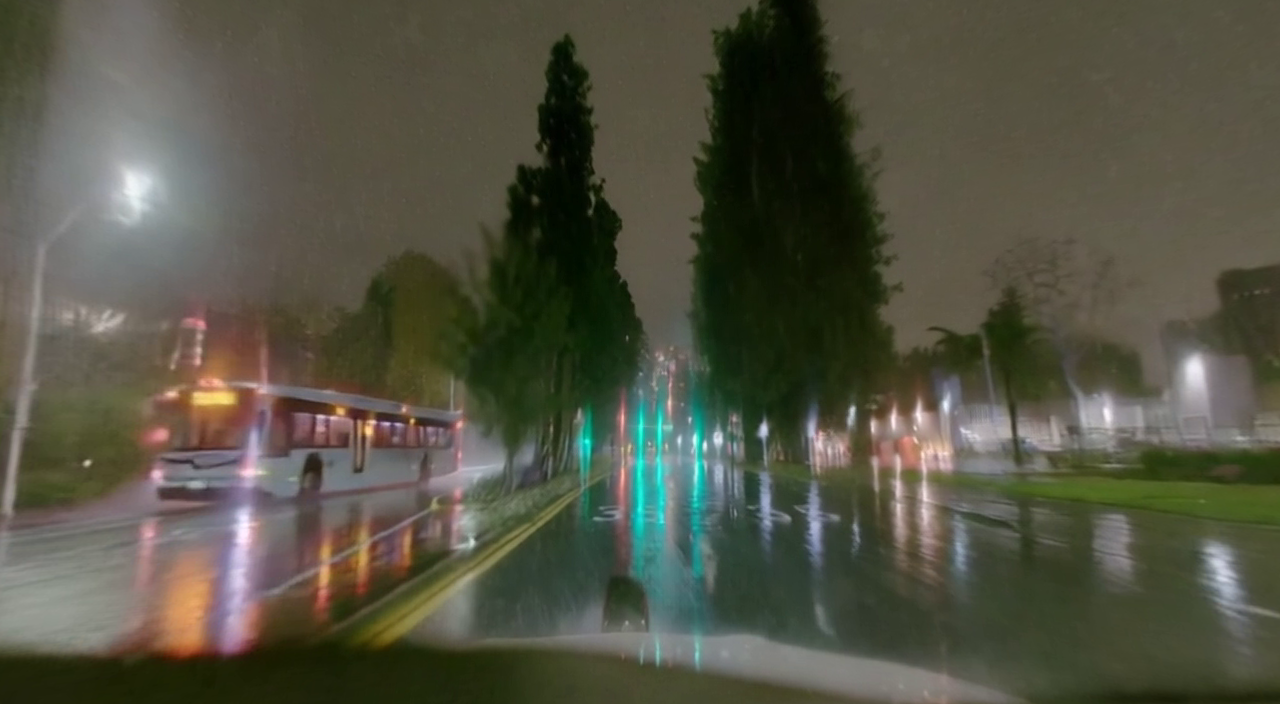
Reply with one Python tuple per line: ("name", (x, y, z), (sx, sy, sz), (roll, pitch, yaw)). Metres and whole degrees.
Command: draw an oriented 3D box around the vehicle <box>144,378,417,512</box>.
("vehicle", (-10.937, 3.092, 21.131), (3.052, 3.397, 10.003), (0, -8, 1))
